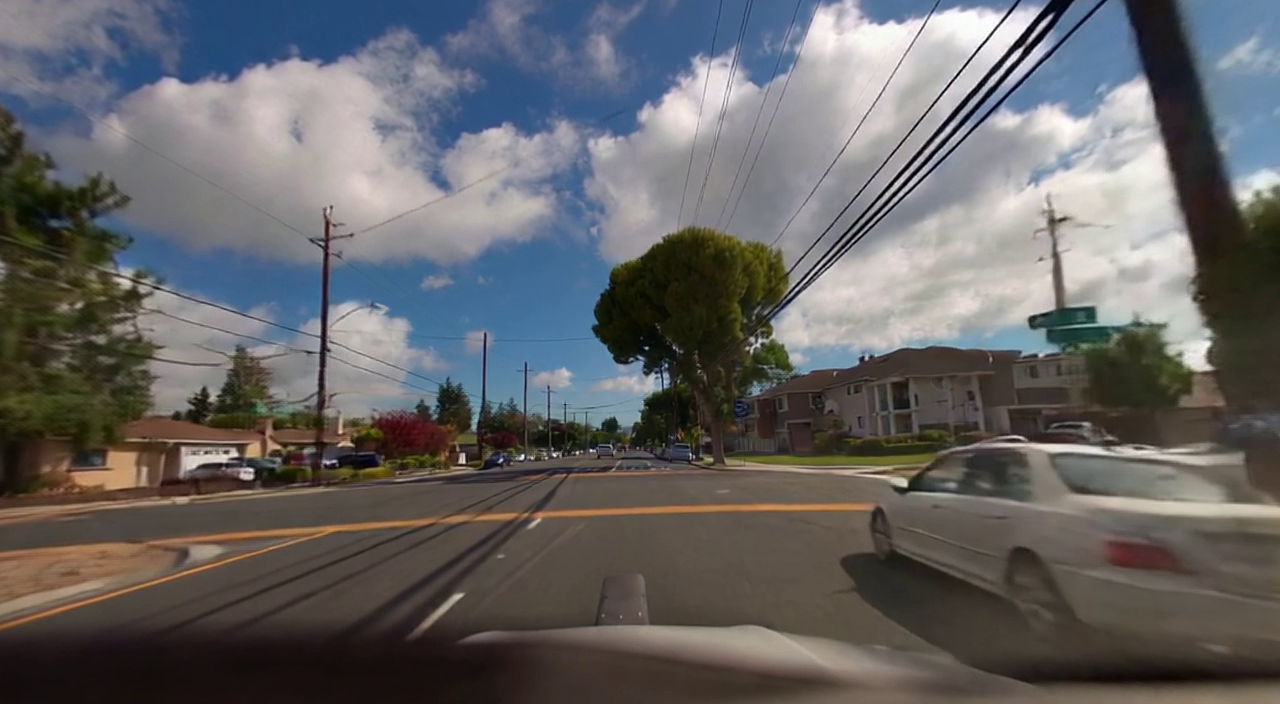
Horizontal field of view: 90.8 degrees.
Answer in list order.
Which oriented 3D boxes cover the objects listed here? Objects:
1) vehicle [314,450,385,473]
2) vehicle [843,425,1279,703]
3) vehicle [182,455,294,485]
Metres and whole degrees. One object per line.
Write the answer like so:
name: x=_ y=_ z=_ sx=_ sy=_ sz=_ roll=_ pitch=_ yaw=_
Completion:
vehicle: x=-22.711 y=8.572 z=49.523 sx=4.612 sy=1.736 sz=1.951 roll=0 pitch=-9 yaw=-1
vehicle: x=3.571 y=1.485 z=5.635 sx=1.920 sy=1.499 sz=4.457 roll=0 pitch=-9 yaw=-2
vehicle: x=-21.851 y=6.408 z=34.506 sx=4.728 sy=1.536 sz=2.006 roll=0 pitch=-9 yaw=0
